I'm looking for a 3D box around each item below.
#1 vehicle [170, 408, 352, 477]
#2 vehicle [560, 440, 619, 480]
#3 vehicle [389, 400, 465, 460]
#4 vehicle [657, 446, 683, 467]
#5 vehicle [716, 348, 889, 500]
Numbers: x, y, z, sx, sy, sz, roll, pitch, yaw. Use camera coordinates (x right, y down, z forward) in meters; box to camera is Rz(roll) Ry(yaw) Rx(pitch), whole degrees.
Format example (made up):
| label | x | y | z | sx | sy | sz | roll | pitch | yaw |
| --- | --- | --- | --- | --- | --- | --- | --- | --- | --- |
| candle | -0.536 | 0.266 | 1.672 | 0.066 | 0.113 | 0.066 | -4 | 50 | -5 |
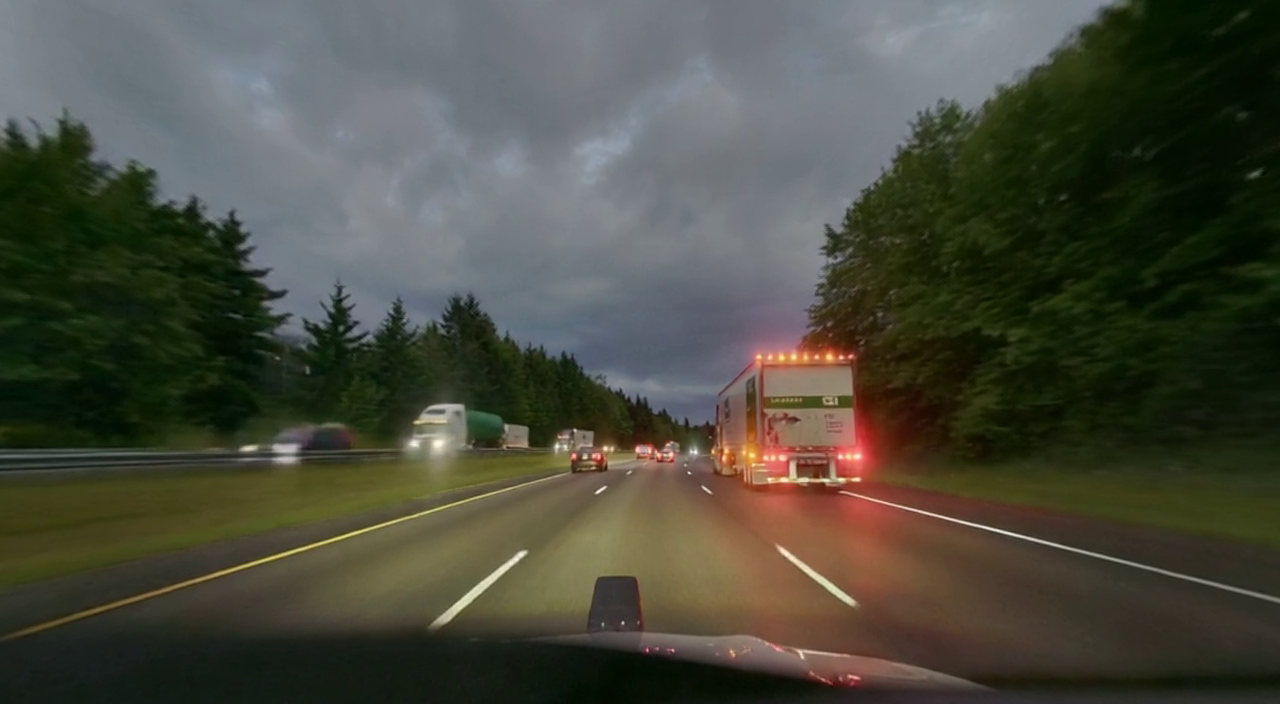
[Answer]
| label | x | y | z | sx | sy | sz | roll | pitch | yaw |
| --- | --- | --- | --- | --- | --- | --- | --- | --- | --- |
| vehicle | -11.496 | 2.858 | 19.753 | 2.370 | 1.854 | 5.111 | 0 | -9 | 2 |
| vehicle | -2.251 | 5.021 | 29.577 | 2.205 | 1.728 | 4.397 | 0 | -9 | 3 |
| vehicle | -14.663 | 5.560 | 43.936 | 2.905 | 3.909 | 5.792 | -1 | -9 | 4 |
| vehicle | 2.355 | 8.156 | 49.213 | 1.990 | 1.537 | 3.725 | 0 | -9 | 3 |
| vehicle | 5.096 | 2.938 | 23.569 | 3.057 | 3.993 | 13.914 | 0 | -9 | 1 |
